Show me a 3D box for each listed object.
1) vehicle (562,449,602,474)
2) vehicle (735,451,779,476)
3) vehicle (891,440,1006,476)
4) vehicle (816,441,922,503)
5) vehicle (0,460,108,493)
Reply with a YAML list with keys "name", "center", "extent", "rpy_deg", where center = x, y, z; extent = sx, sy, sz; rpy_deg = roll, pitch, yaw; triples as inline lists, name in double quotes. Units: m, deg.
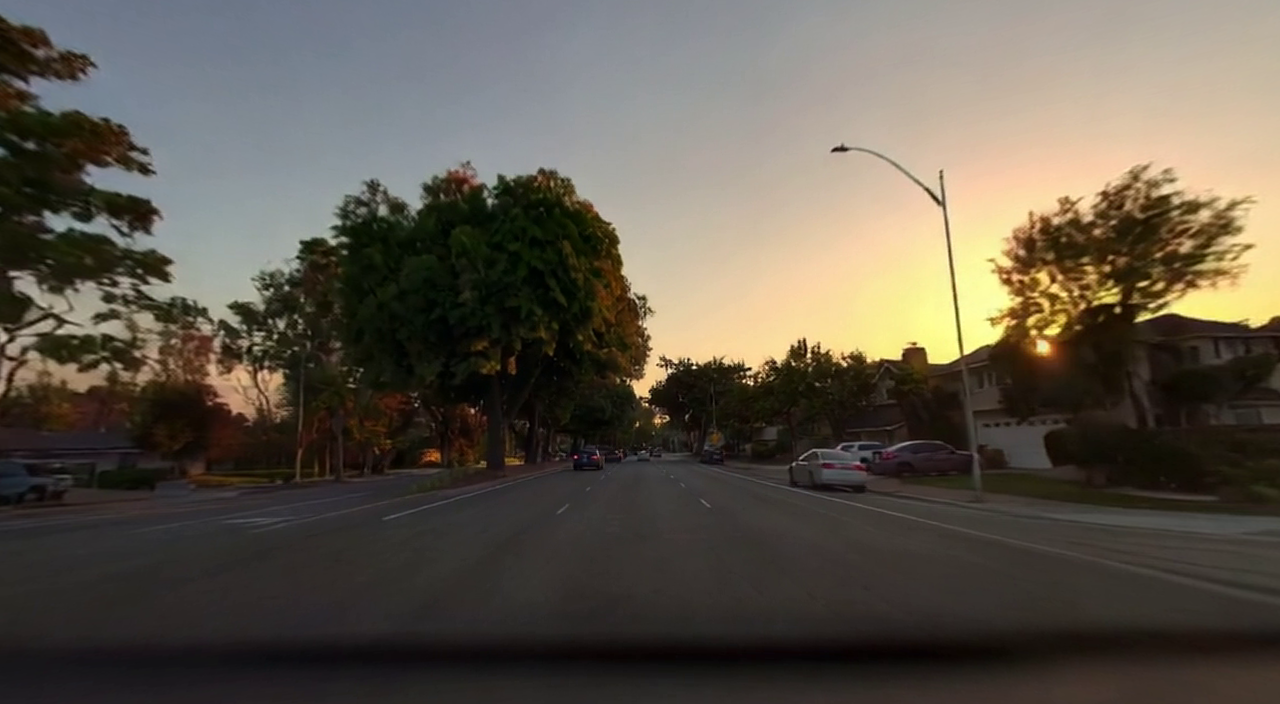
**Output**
- name: "vehicle"
  center: [-3.693, 7.092, 41.168]
  extent: [2.263, 1.548, 4.555]
  rpy_deg: [0, -8, -1]
- name: "vehicle"
  center: [7.600, 7.305, 41.506]
  extent: [1.929, 1.482, 4.873]
  rpy_deg: [0, -8, 0]
- name: "vehicle"
  center: [15.469, 5.334, 31.890]
  extent: [4.748, 1.608, 1.929]
  rpy_deg: [-2, -9, 1]
- name: "vehicle"
  center: [7.709, 4.093, 21.695]
  extent: [2.006, 1.758, 4.311]
  rpy_deg: [5, -10, 0]
- name: "vehicle"
  center: [-30.047, 6.372, 32.546]
  extent: [1.803, 1.453, 4.109]
  rpy_deg: [0, -8, -2]
